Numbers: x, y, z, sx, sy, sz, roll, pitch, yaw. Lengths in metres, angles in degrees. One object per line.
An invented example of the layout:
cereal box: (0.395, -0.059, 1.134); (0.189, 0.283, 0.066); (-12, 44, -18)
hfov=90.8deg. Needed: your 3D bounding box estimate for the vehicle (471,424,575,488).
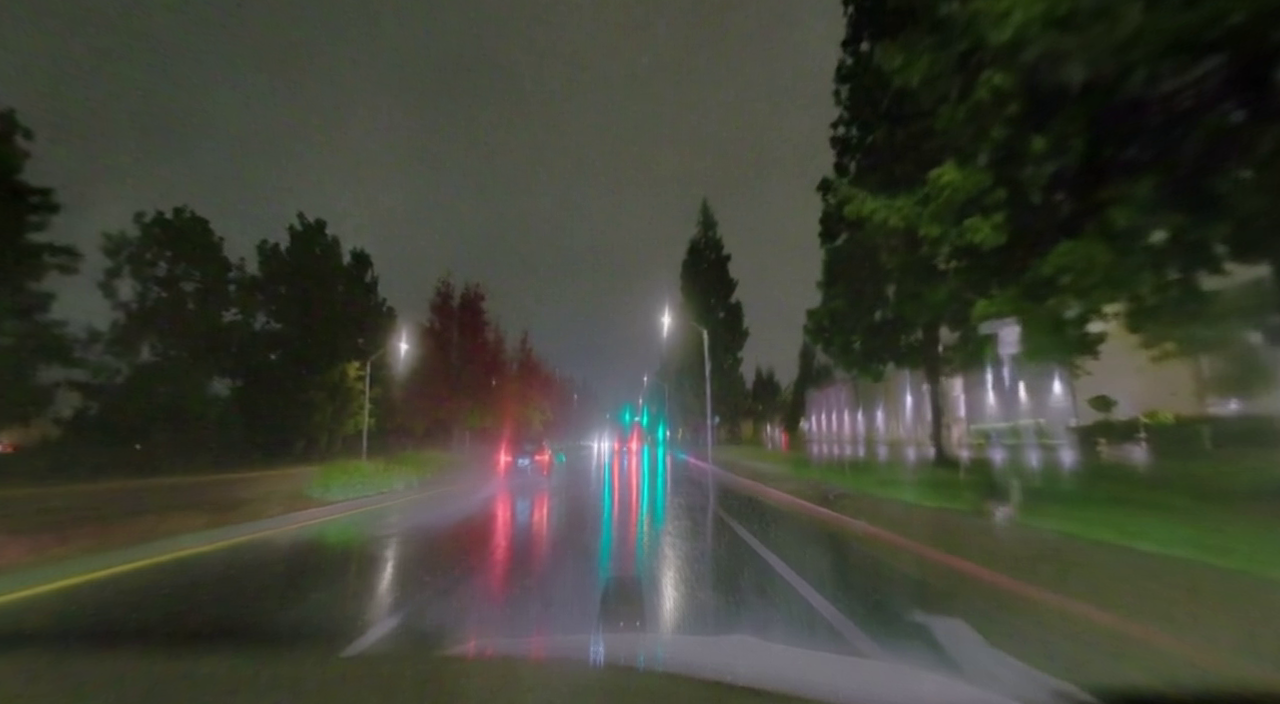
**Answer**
vehicle: (-3.421, 3.147, 19.511); (2.202, 1.685, 4.772); (-1, -8, 1)
